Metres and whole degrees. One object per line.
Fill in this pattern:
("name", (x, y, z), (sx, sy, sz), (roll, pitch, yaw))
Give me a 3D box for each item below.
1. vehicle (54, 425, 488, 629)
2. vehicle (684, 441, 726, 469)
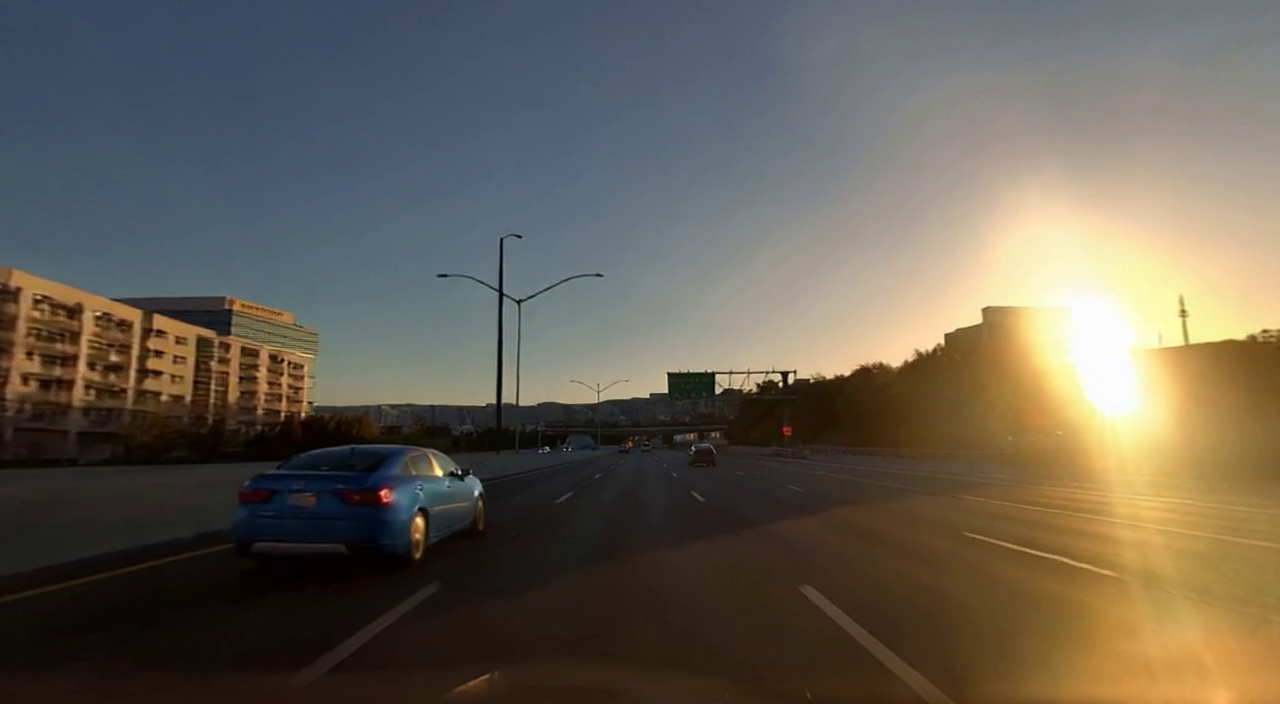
("vehicle", (-3.348, 1.663, 7.141), (1.979, 1.505, 4.705), (0, -9, 2))
("vehicle", (3.704, 6.024, 36.935), (1.949, 1.515, 4.374), (0, -9, -1))
